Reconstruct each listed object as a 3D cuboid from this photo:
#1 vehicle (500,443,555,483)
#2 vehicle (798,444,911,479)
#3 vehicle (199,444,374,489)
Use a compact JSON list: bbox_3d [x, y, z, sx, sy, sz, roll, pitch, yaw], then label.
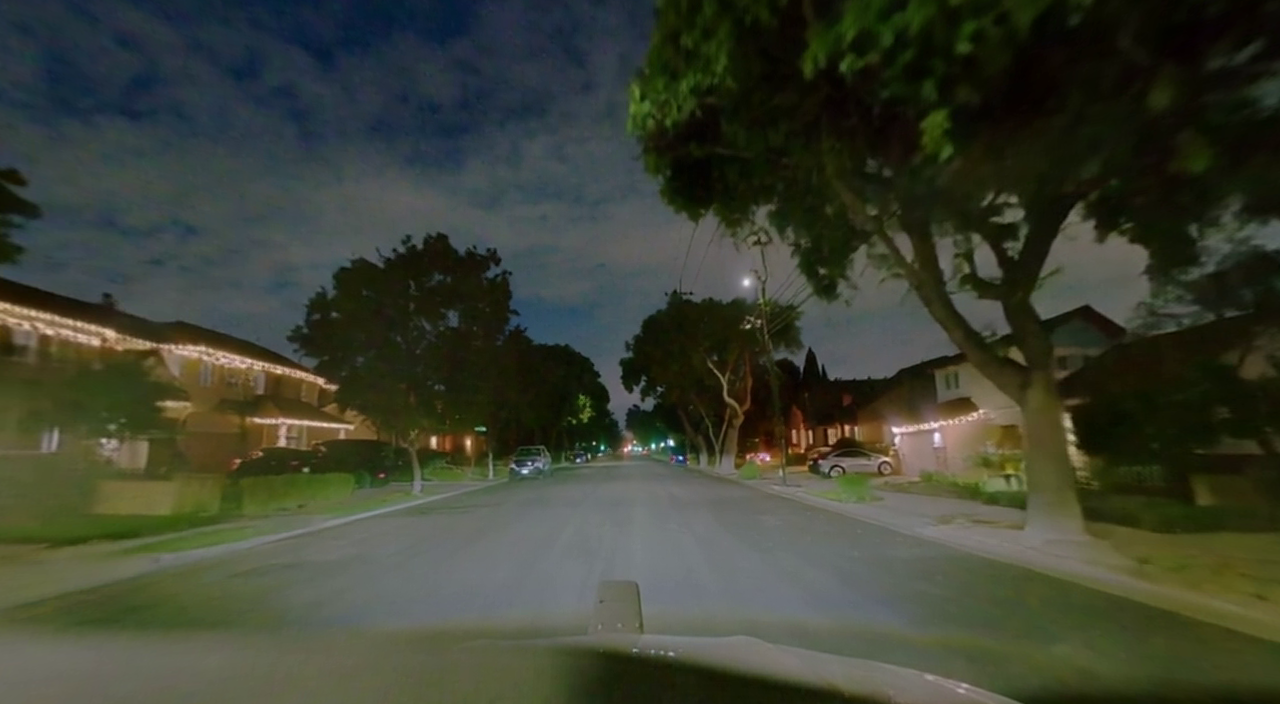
[{"bbox_3d":[-5.968,5.933,34.243,2.341,1.942,5.044,0,-9,-3],"label":"vehicle"},{"bbox_3d":[9.941,5.084,29.507,4.497,1.564,1.948,0,-9,-2],"label":"vehicle"},{"bbox_3d":[-12.523,4.076,22.663,5.040,1.541,2.042,0,-9,0],"label":"vehicle"}]
